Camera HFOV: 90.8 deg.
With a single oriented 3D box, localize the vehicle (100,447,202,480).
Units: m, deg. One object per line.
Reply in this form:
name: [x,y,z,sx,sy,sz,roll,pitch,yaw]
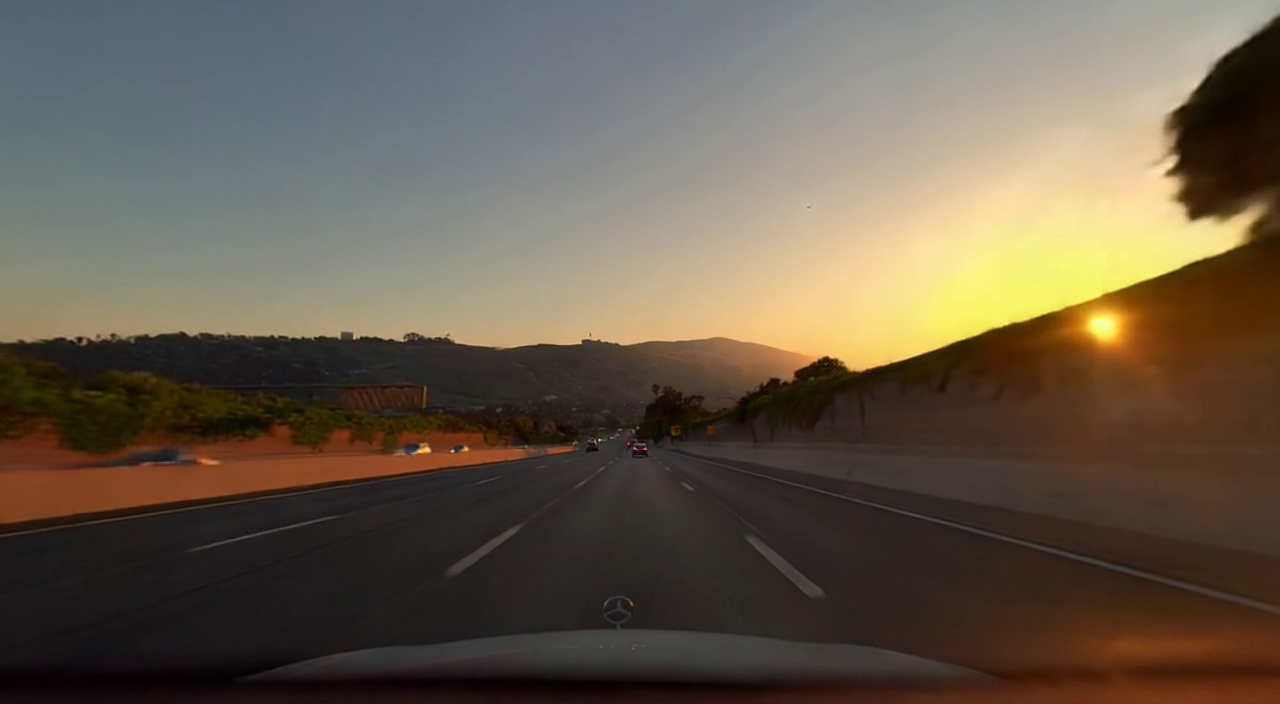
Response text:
vehicle: [-25.241,5.743,32.812,1.811,1.539,4.341,0,-8,0]
